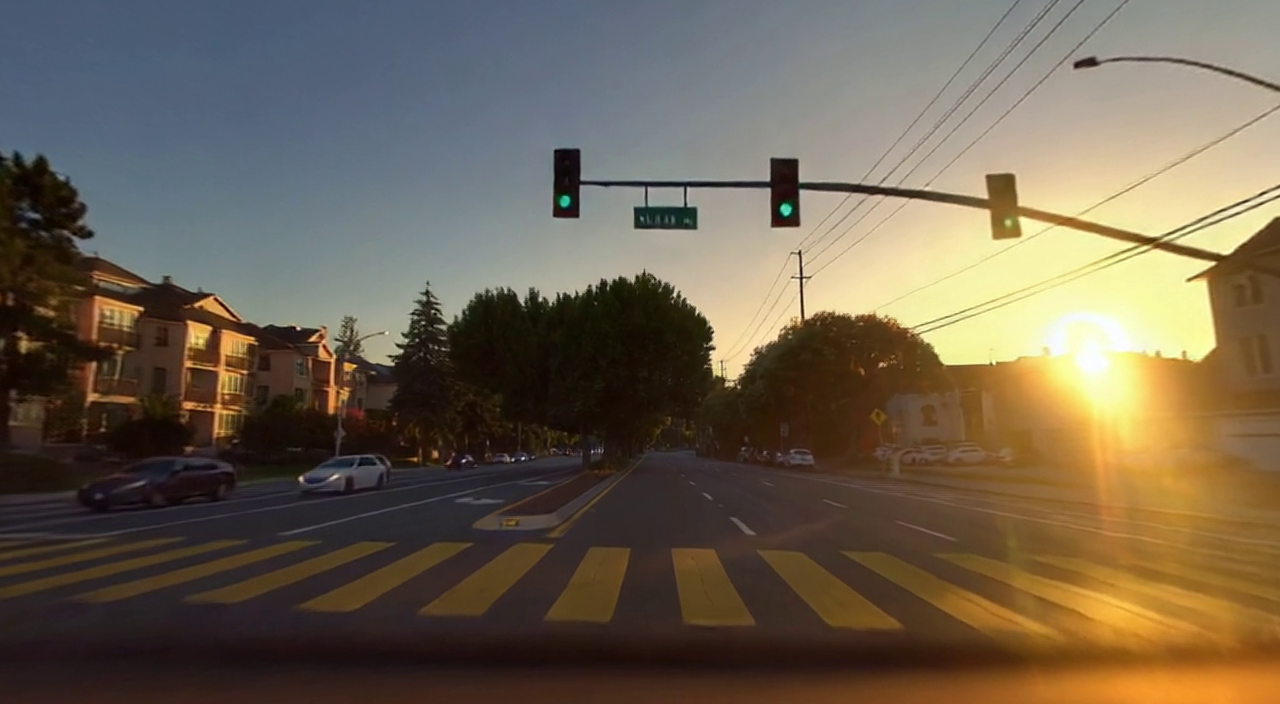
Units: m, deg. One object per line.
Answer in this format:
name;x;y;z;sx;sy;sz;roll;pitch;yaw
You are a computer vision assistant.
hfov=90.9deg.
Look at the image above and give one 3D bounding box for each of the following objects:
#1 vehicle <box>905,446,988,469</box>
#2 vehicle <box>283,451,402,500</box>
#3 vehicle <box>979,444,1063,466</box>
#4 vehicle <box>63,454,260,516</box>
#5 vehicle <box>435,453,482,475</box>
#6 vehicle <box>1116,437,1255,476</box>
vehicle;20.880;7.204;43.091;4.664;1.504;1.816;0;-8;2
vehicle;-10.293;4.264;22.243;1.899;1.464;4.418;0;-8;2
vehicle;25.671;6.981;42.612;4.368;1.394;1.983;0;-9;1
vehicle;-13.546;3.753;18.333;1.909;1.449;4.775;0;-8;1
vehicle;-13.469;8.295;47.026;2.047;1.467;4.611;0;-8;1
vehicle;25.188;4.822;29.241;4.518;1.508;1.938;2;-9;5
